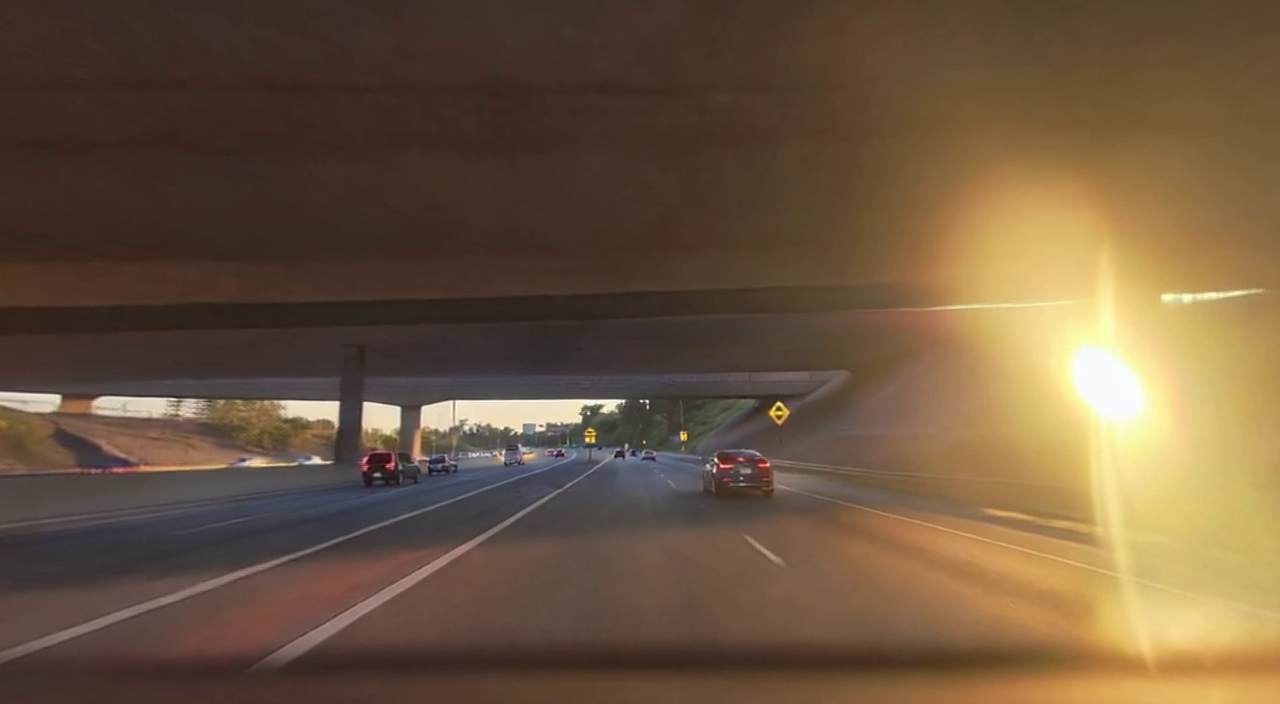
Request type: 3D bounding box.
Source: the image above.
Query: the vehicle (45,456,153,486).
[{"bbox_3d":[-36.699,8.041,43.011,2.232,1.786,5.996,0,-9,-3],"label":"vehicle"}]

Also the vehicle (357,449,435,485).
[{"bbox_3d":[-11.602,5.482,30.313,2.072,1.545,4.687,0,-9,-3],"label":"vehicle"}]

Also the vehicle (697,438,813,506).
[{"bbox_3d":[2.837,3.088,16.668,2.079,1.535,4.316,0,-9,-2],"label":"vehicle"}]
